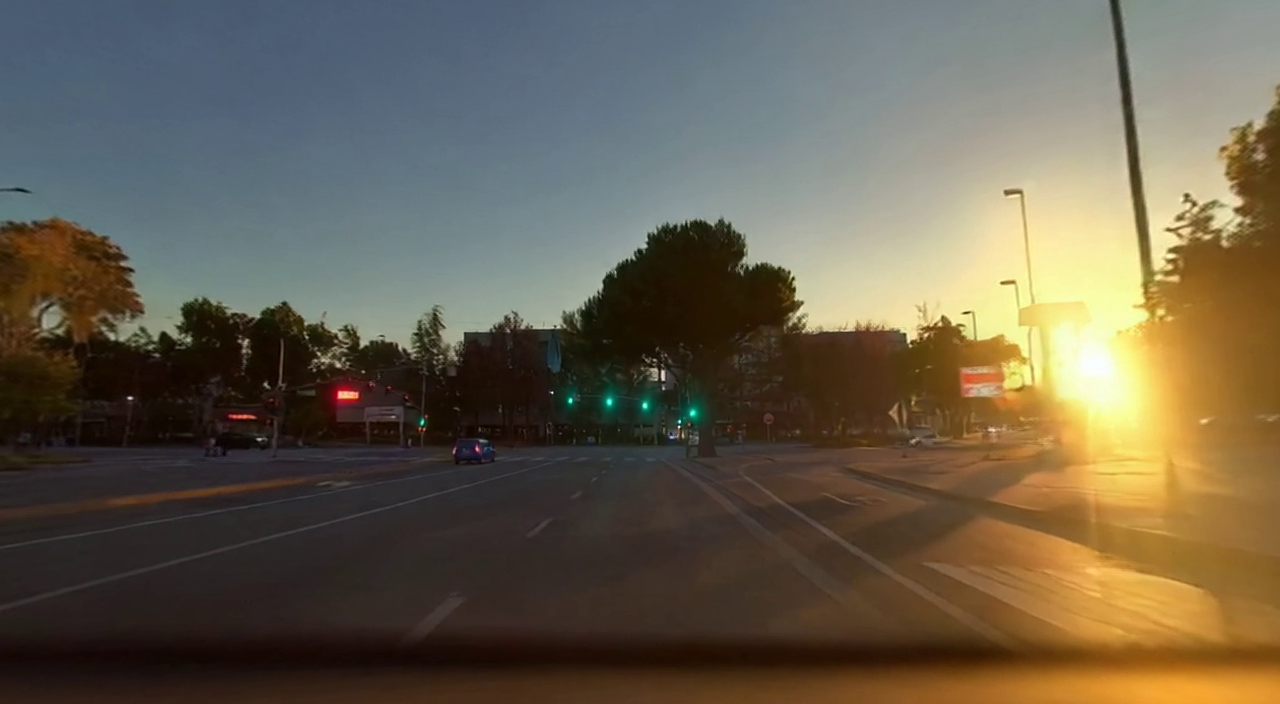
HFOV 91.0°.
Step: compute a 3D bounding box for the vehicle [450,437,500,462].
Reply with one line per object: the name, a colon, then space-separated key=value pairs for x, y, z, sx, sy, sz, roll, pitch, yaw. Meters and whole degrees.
vehicle: x=-10.745 y=6.405 z=41.297 sx=1.924 sy=1.502 sz=4.727 roll=0 pitch=-9 yaw=1
